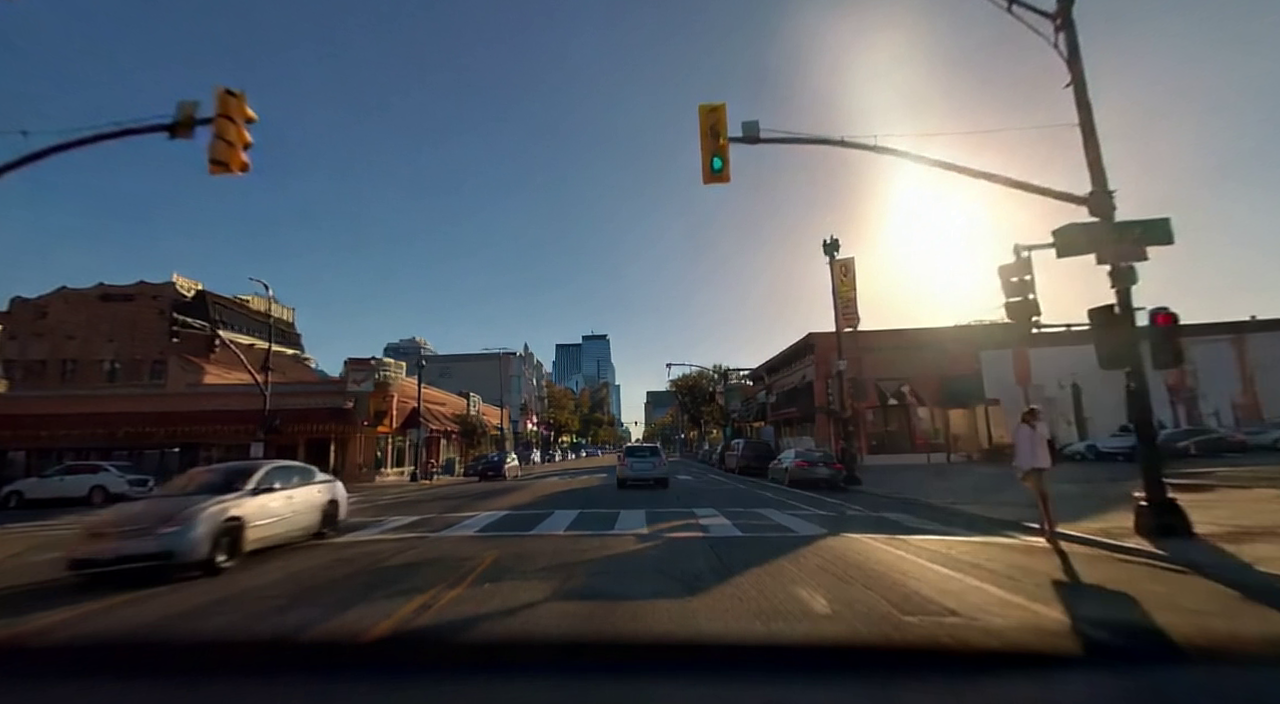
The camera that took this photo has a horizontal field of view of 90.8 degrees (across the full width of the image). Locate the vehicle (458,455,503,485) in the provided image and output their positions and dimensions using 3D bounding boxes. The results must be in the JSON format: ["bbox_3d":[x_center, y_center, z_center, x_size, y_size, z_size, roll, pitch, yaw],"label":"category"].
[{"bbox_3d":[-10.776,7.958,42.920,1.887,1.576,4.530,-4,-6,-1],"label":"vehicle"}]

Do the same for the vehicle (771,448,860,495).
[{"bbox_3d":[6.046,4.146,22.340,1.859,1.470,4.476,0,-8,0],"label":"vehicle"}]

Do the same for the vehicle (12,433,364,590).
[{"bbox_3d":[-5.872,2.054,9.061,1.918,1.679,4.209,0,-8,0],"label":"vehicle"}]

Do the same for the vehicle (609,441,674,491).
[{"bbox_3d":[0.047,3.982,22.404,2.086,1.575,4.205,0,-8,0],"label":"vehicle"}]
